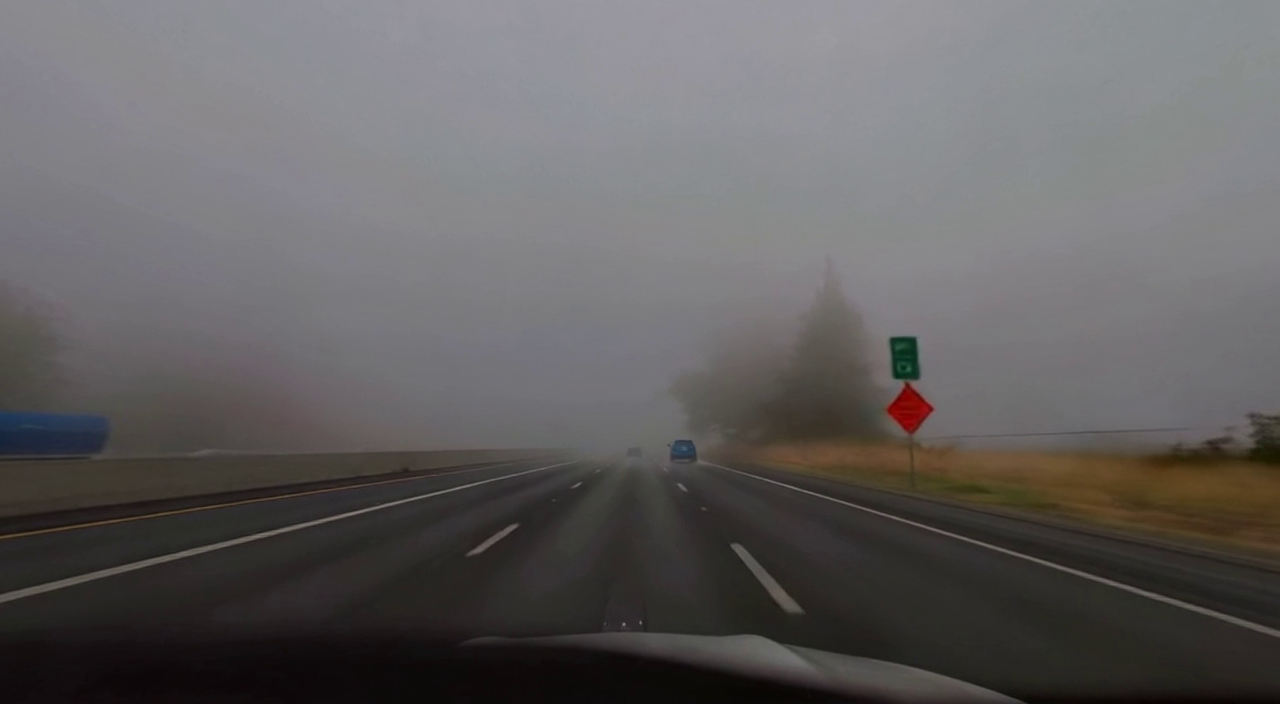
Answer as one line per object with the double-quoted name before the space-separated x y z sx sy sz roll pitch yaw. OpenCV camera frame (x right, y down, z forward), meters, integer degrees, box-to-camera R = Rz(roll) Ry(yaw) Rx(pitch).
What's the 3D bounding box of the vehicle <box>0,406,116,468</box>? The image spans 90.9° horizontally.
"vehicle" -42.690 5.612 41.405 2.854 3.962 16.533 0 -8 -1
